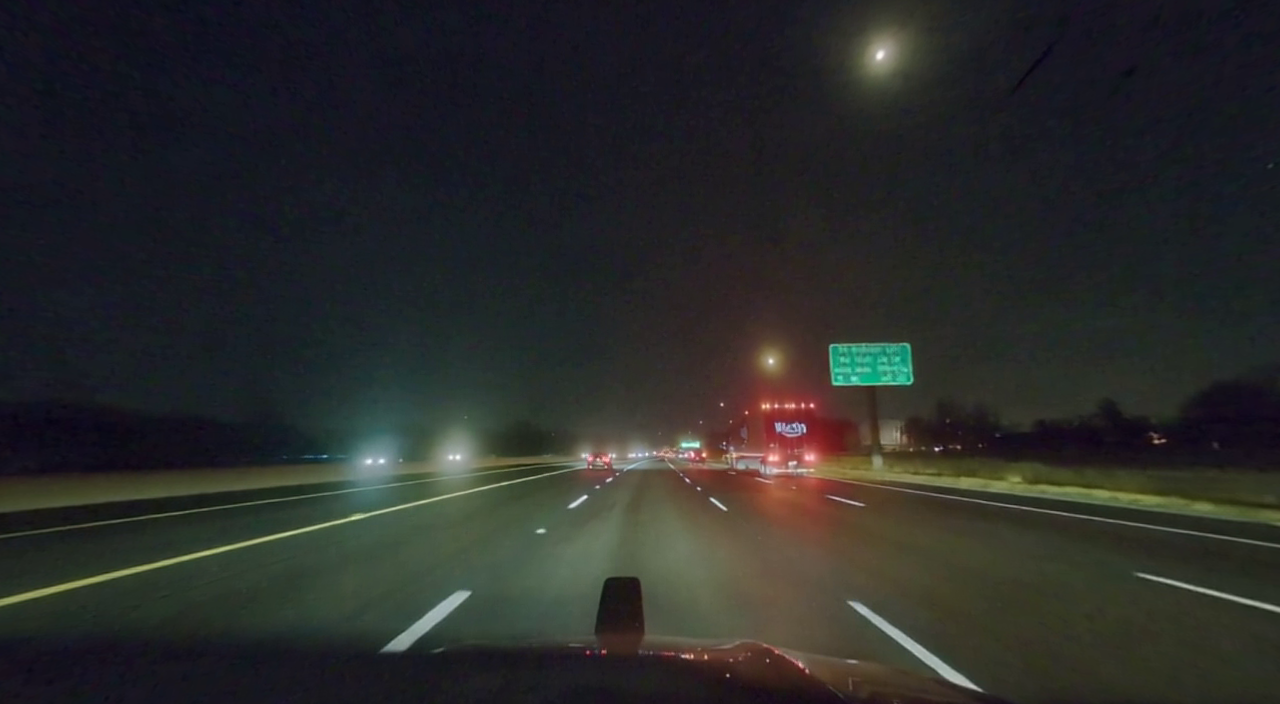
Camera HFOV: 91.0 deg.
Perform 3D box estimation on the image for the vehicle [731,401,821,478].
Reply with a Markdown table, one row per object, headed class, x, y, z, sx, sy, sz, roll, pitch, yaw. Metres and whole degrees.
| class | x | y | z | sx | sy | sz | roll | pitch | yaw |
| --- | --- | --- | --- | --- | --- | --- | --- | --- | --- |
| vehicle | 8.467 | 5.899 | 41.790 | 2.912 | 4.143 | 15.538 | 0 | -9 | 1 |
